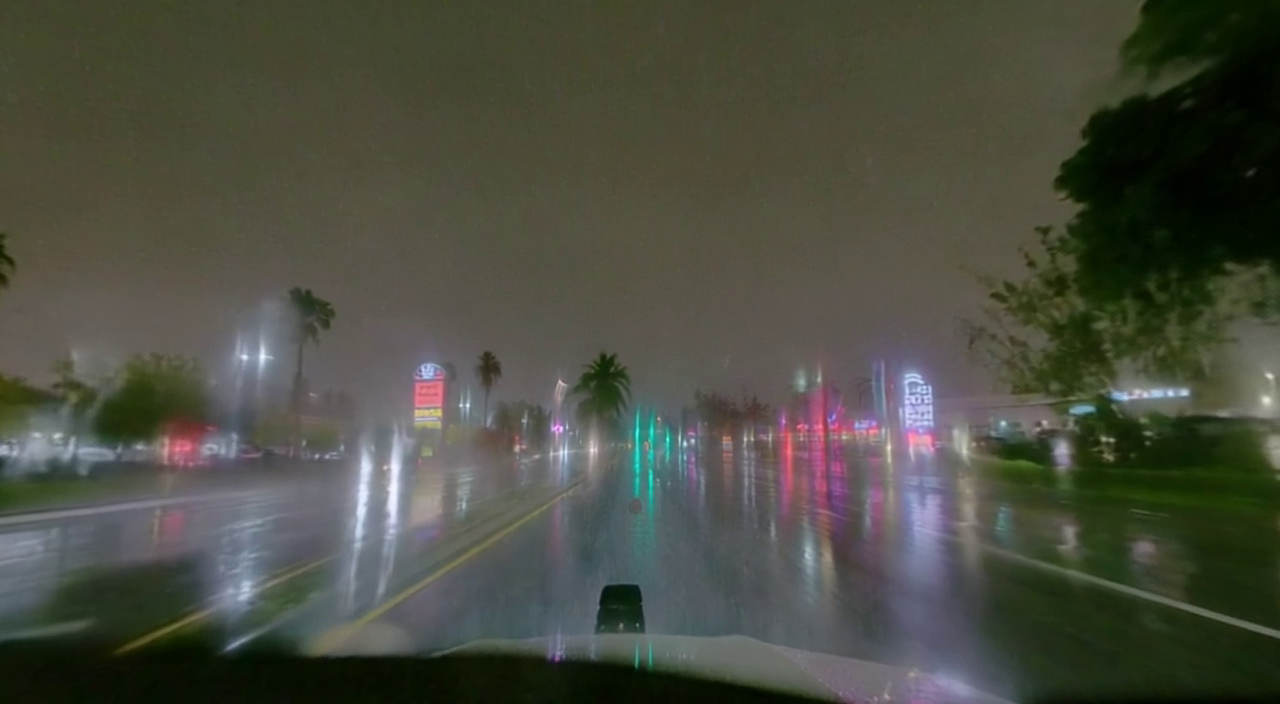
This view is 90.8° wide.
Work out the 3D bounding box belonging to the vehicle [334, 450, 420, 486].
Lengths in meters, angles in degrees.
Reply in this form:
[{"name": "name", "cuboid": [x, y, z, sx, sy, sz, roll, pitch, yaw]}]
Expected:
[{"name": "vehicle", "cuboid": [-12.091, 5.336, 29.429, 2.015, 1.484, 4.651, 0, -8, 0]}]
